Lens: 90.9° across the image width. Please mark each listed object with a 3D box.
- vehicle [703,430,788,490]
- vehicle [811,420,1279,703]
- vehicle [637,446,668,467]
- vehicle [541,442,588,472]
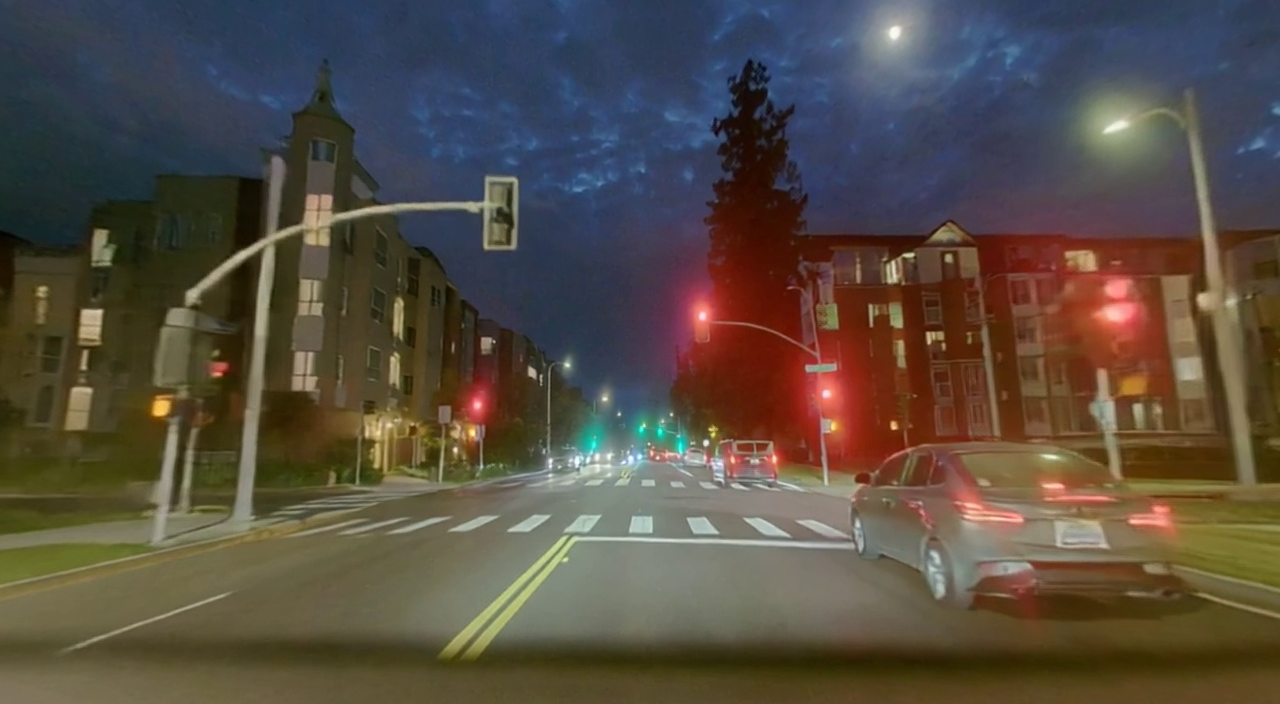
[{"bbox_3d":[3.535,3.722,22.080,2.199,1.872,4.513,0,-9,0],"label":"vehicle"},{"bbox_3d":[3.262,1.464,5.712,2.078,1.488,4.741,0,-9,0],"label":"vehicle"},{"bbox_3d":[0.831,7.510,45.474,2.097,1.463,4.043,0,-9,0],"label":"vehicle"},{"bbox_3d":[-5.099,7.188,43.439,2.350,1.929,5.772,0,-9,2],"label":"vehicle"}]
